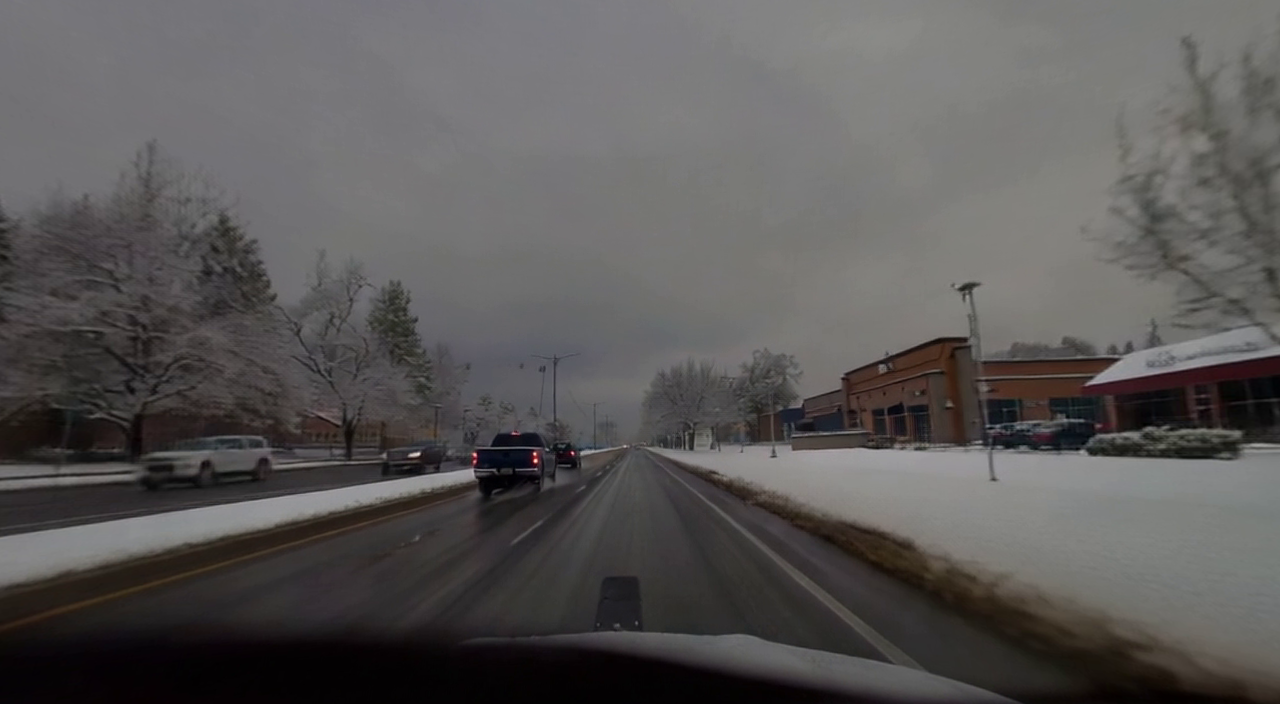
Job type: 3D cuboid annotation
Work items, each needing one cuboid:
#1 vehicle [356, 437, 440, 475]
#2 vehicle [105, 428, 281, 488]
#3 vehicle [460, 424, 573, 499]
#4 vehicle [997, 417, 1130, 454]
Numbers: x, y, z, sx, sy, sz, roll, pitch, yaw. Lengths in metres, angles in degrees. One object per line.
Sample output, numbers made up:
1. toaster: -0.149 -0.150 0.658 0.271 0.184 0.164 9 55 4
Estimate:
1. vehicle: -11.457 4.948 30.199 1.988 1.687 5.001 0 -8 0
2. vehicle: -16.448 3.924 23.720 2.226 1.947 5.670 -1 -8 4
3. vehicle: -3.262 3.036 17.866 2.065 1.790 5.417 0 -8 1
4. vehicle: 26.055 5.184 38.886 6.324 1.986 2.478 -2 -9 0
